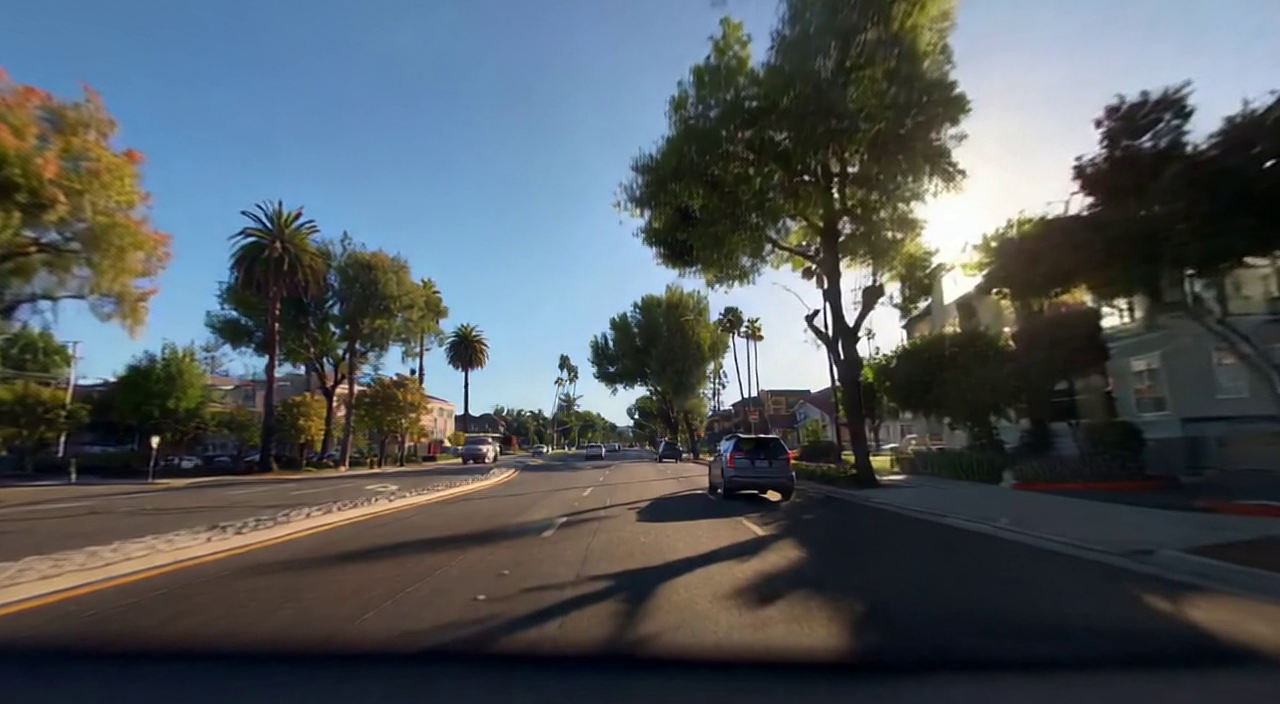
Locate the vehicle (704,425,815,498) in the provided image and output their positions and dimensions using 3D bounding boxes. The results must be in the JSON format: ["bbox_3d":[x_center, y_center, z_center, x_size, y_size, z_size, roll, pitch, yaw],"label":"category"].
[{"bbox_3d":[3.384,3.232,18.894,2.244,1.901,4.561,1,-9,-3],"label":"vehicle"}]
